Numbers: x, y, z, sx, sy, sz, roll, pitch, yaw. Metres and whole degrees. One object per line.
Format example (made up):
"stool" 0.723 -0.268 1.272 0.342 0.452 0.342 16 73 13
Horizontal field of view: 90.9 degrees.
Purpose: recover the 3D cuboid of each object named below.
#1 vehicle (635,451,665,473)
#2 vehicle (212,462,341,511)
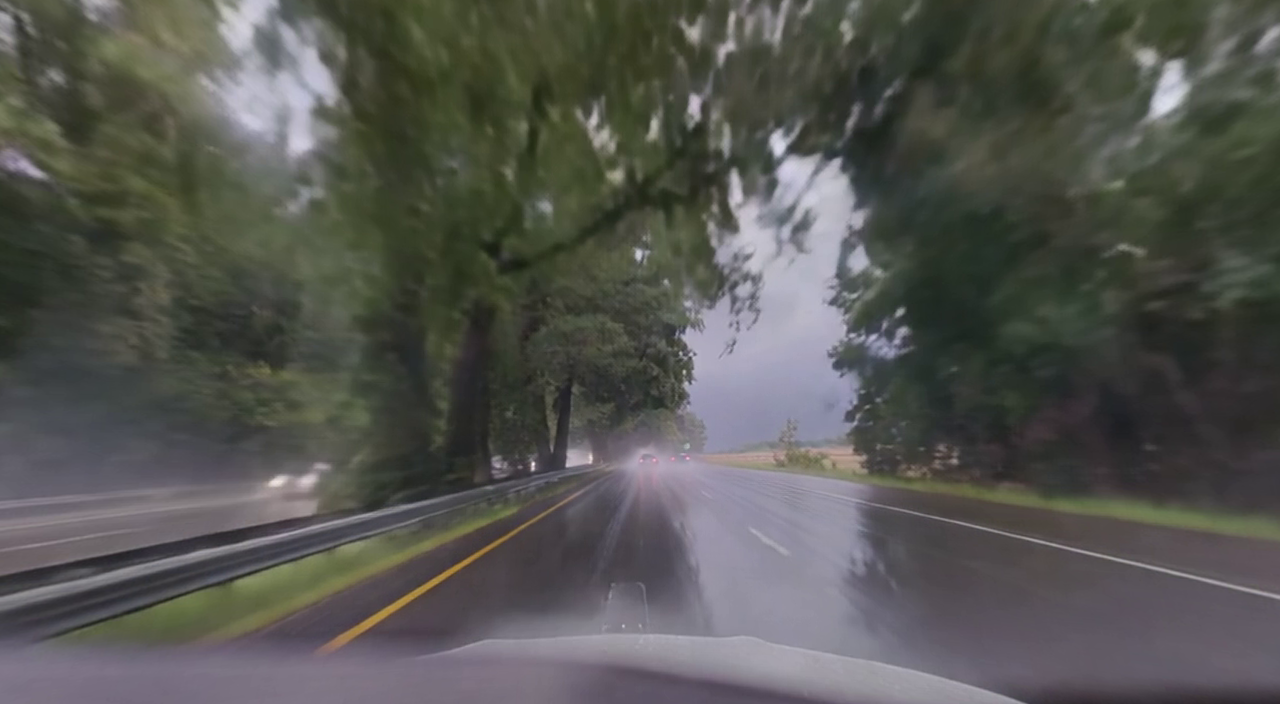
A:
"vehicle" 0.696 8.067 46.450 2.162 1.492 3.975 0 -9 0
"vehicle" -12.692 4.681 22.426 1.850 1.467 4.538 0 -9 1
